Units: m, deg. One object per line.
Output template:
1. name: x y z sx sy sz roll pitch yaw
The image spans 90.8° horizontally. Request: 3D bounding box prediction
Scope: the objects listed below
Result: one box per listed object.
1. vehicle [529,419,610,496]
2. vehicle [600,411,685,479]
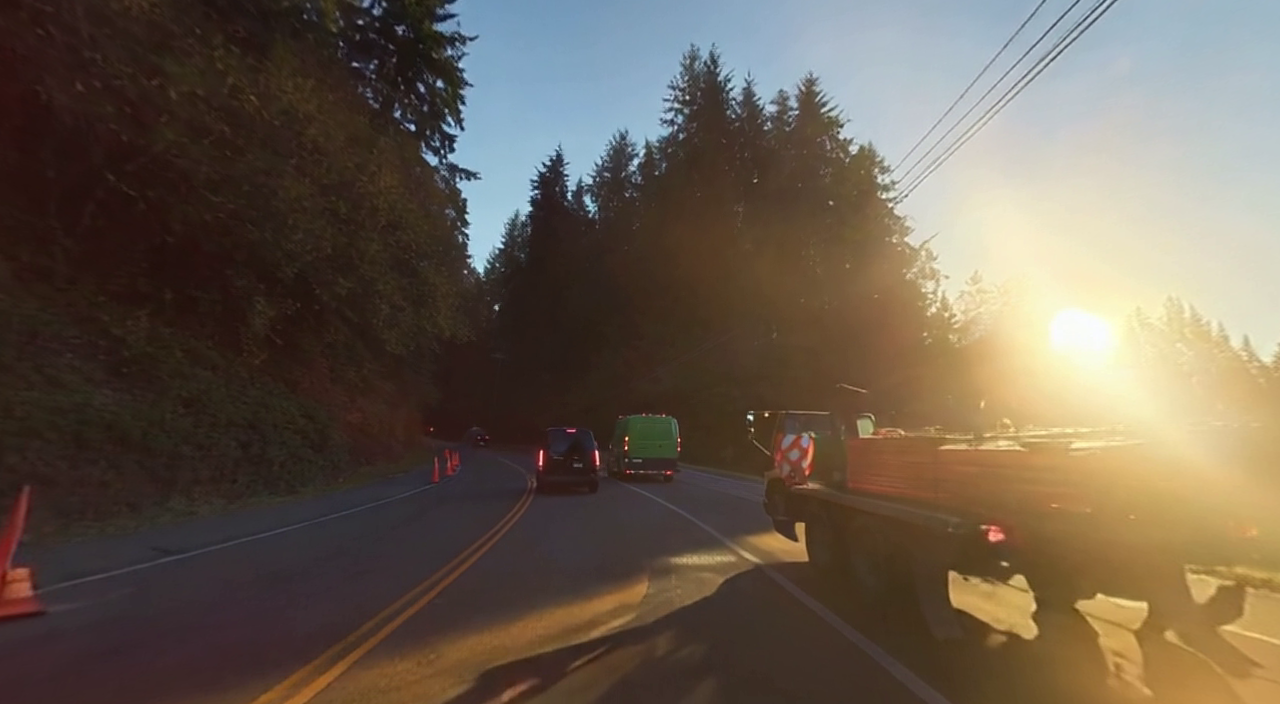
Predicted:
1. vehicle: -2.481 3.468 21.026 2.362 2.223 4.892 2 -9 -10
2. vehicle: -0.118 5.147 35.576 3.126 3.310 8.534 1 -8 -11
